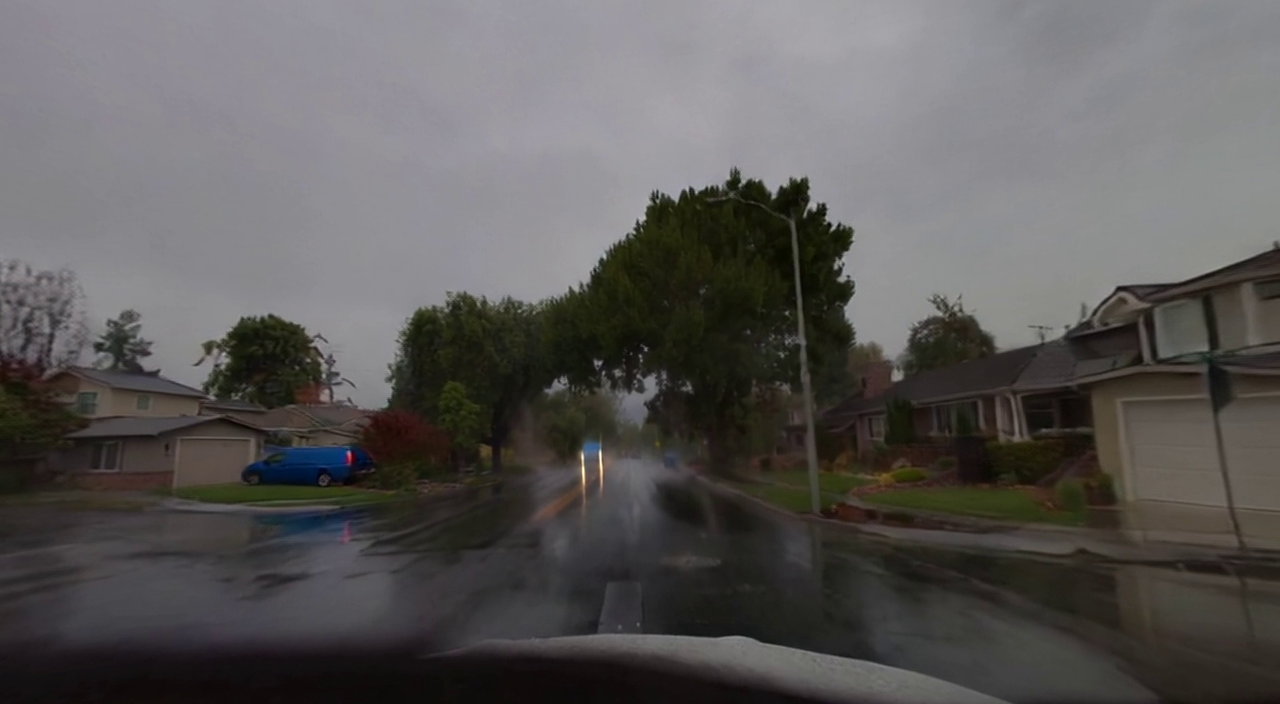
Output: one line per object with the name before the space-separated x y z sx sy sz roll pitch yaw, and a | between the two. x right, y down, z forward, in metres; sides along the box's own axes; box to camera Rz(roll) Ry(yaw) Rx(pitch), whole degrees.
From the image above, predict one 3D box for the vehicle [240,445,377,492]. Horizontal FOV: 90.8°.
vehicle | -14.472 5.051 27.894 2.145 1.839 4.837 -6 -10 33
